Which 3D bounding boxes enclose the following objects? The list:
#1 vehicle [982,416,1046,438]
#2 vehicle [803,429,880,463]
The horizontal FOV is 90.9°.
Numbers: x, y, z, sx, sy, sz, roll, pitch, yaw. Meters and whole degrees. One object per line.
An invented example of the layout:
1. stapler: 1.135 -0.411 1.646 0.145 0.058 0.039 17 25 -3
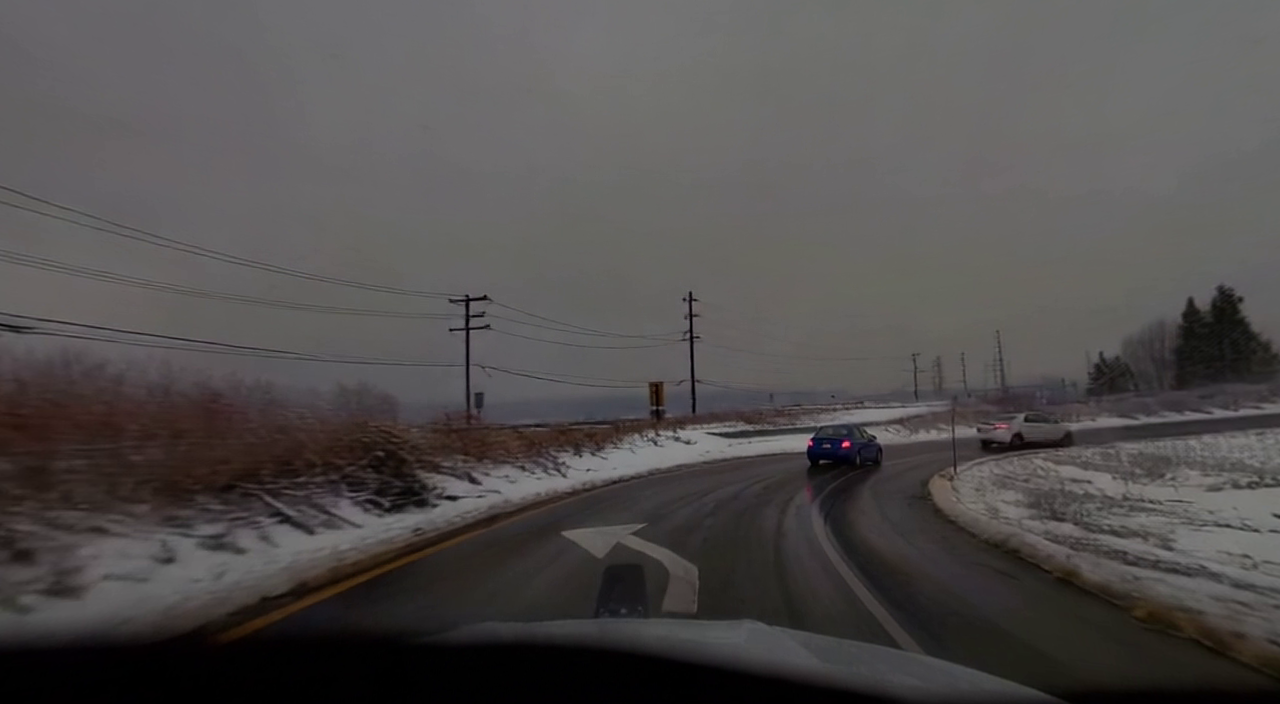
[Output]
1. vehicle: 26.509 5.363 44.656 4.307 1.465 1.836 4 -9 -28
2. vehicle: 9.208 4.236 28.588 2.026 1.407 4.374 -6 -10 35
